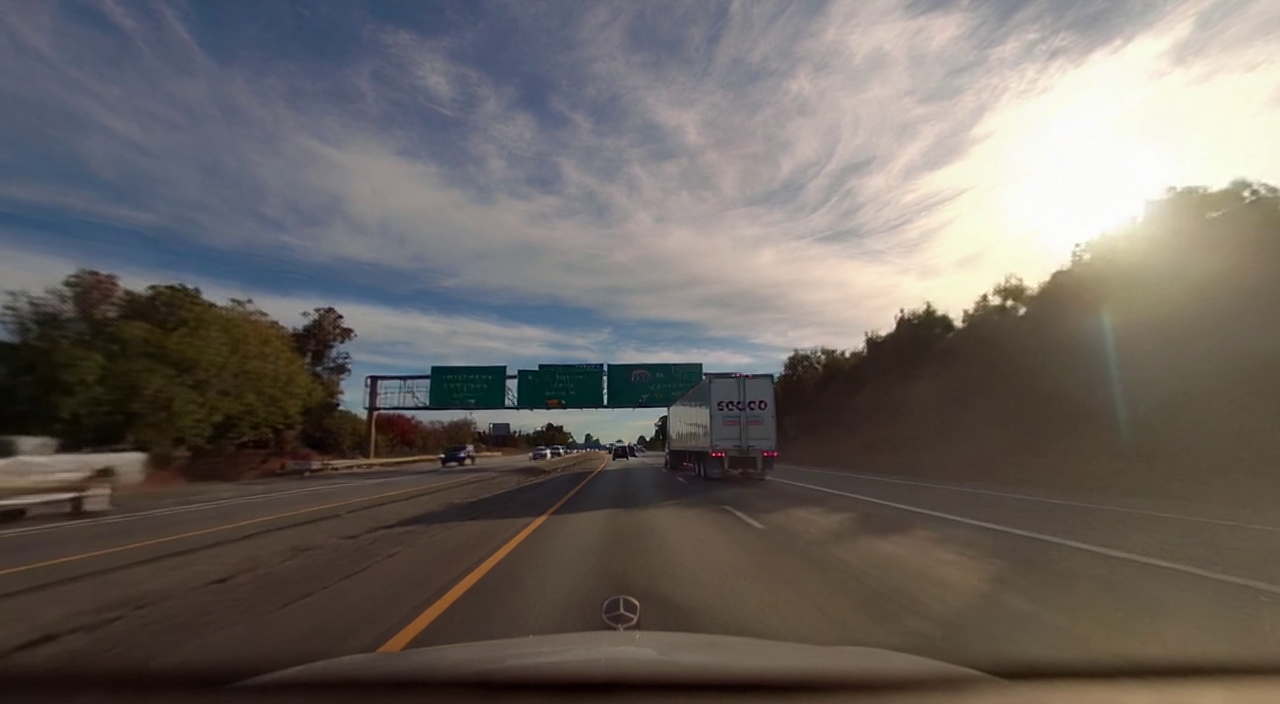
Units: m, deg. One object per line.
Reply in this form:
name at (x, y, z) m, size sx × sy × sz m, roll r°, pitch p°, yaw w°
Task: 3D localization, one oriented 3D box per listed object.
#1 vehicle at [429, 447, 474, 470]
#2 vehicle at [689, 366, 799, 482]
vehicle at (-14.179, 8.020, 47.514) m, size 1.981 × 1.654 × 4.727 m, roll -1°, pitch -9°, yaw 0°
vehicle at (3.877, 3.068, 25.649) m, size 2.892 × 3.928 × 8.380 m, roll 0°, pitch -9°, yaw -1°
